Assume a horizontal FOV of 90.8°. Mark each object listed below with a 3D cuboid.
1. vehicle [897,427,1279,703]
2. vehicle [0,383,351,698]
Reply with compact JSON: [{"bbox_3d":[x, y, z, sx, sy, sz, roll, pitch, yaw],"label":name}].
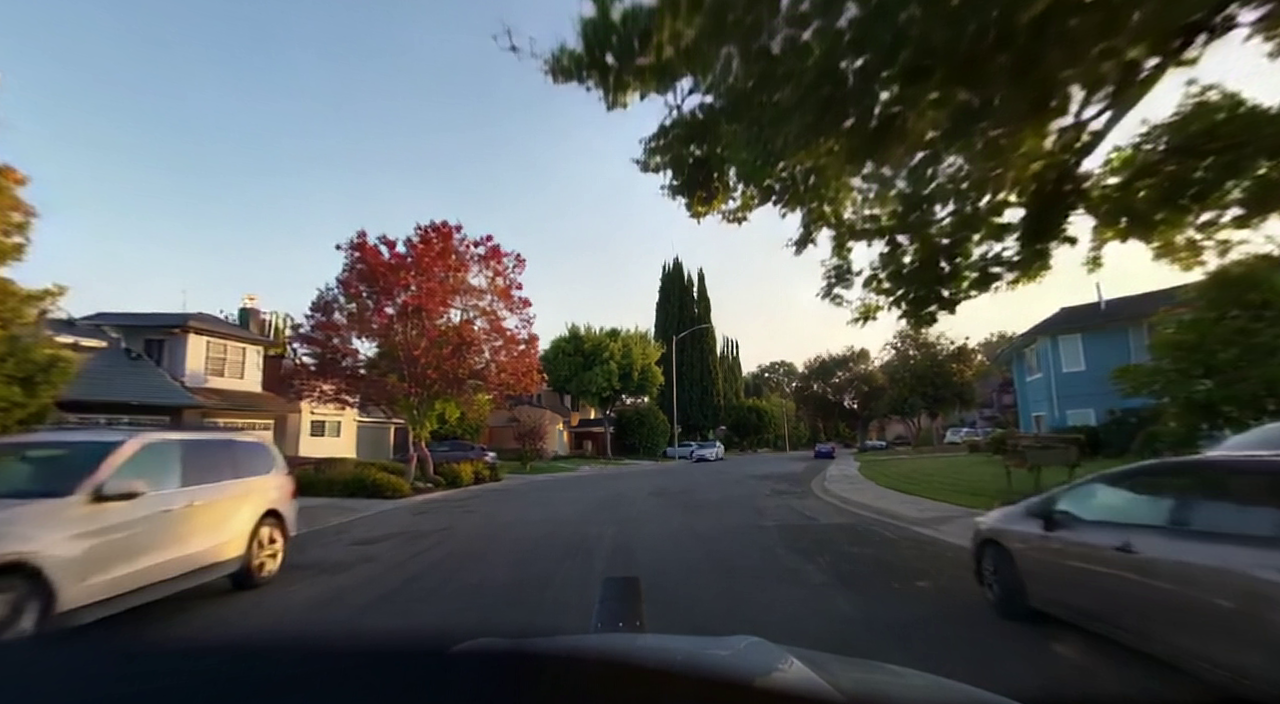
[{"bbox_3d":[3.651,1.196,3.730,2.071,1.463,4.876,0,-8,-2],"label":"vehicle"},{"bbox_3d":[-4.926,1.368,5.440,2.409,1.815,5.093,0,-9,0],"label":"vehicle"}]
